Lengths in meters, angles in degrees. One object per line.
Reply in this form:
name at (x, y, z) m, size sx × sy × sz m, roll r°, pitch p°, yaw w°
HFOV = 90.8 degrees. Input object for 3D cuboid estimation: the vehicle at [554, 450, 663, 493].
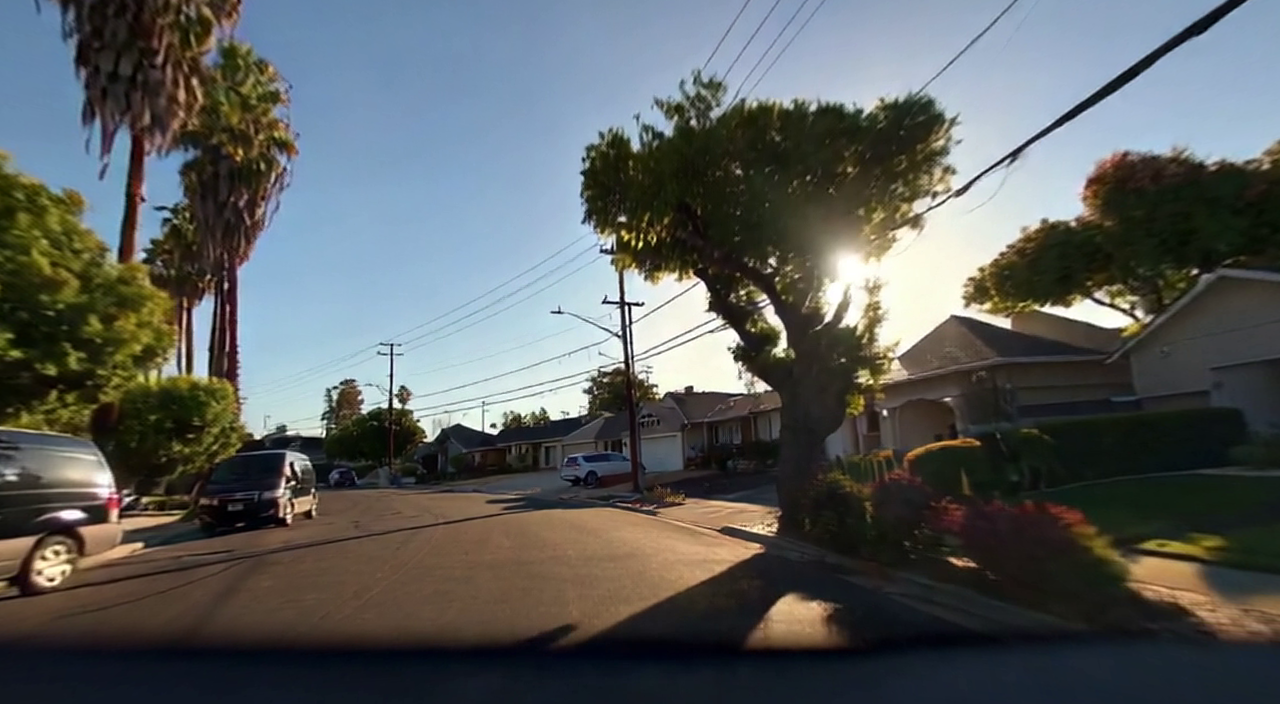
vehicle at (-1.583, 6.118, 32.784) m, size 5.102 × 2.040 × 2.472 m, roll 6°, pitch -10°, yaw -32°

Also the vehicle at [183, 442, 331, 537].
vehicle at (-10.815, 3.887, 18.498) m, size 2.552 × 2.134 × 6.076 m, roll 0°, pitch -10°, yaw -20°

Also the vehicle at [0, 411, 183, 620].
vehicle at (-7.761, 1.697, 6.256) m, size 2.677 × 2.033 × 6.011 m, roll -1°, pitch -14°, yaw -9°
